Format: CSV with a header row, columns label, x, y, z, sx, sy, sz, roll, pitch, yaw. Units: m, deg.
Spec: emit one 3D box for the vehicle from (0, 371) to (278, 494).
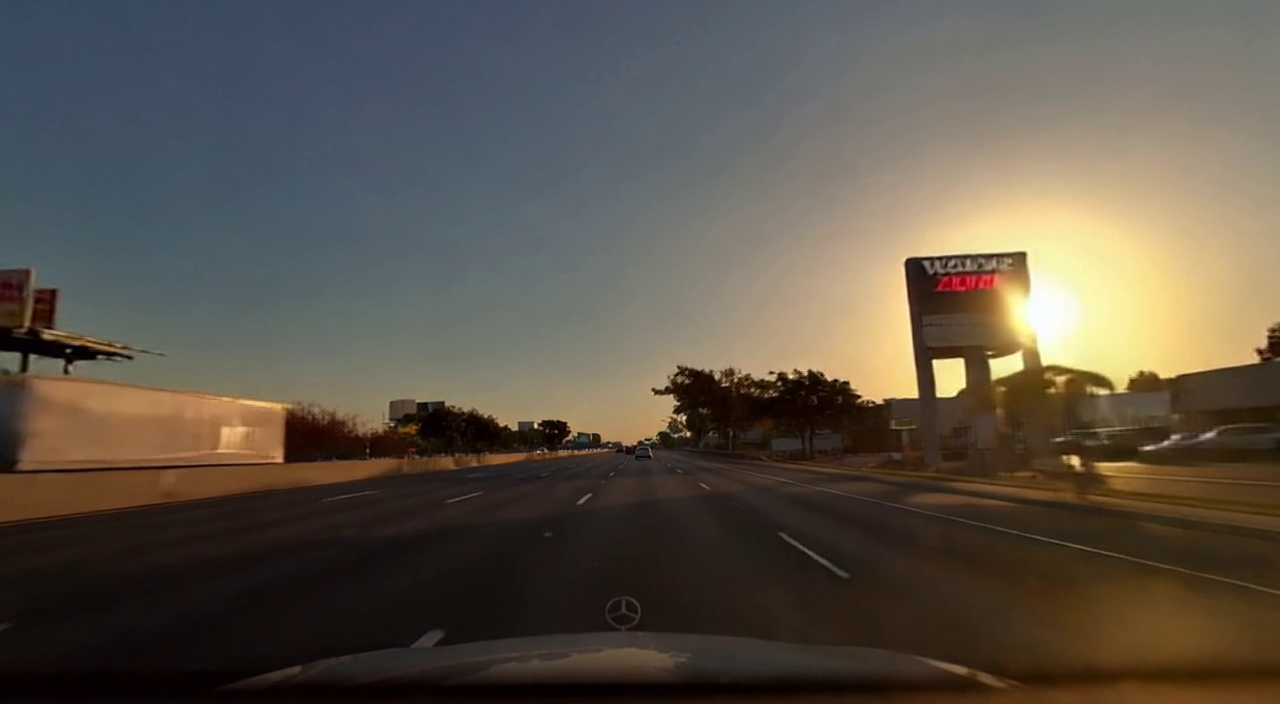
label,x,y,z,sx,sy,sz,roll,pitch,yaw
vehicle,-22.421,3.768,27.895,2.909,4.019,16.387,0,-9,1
